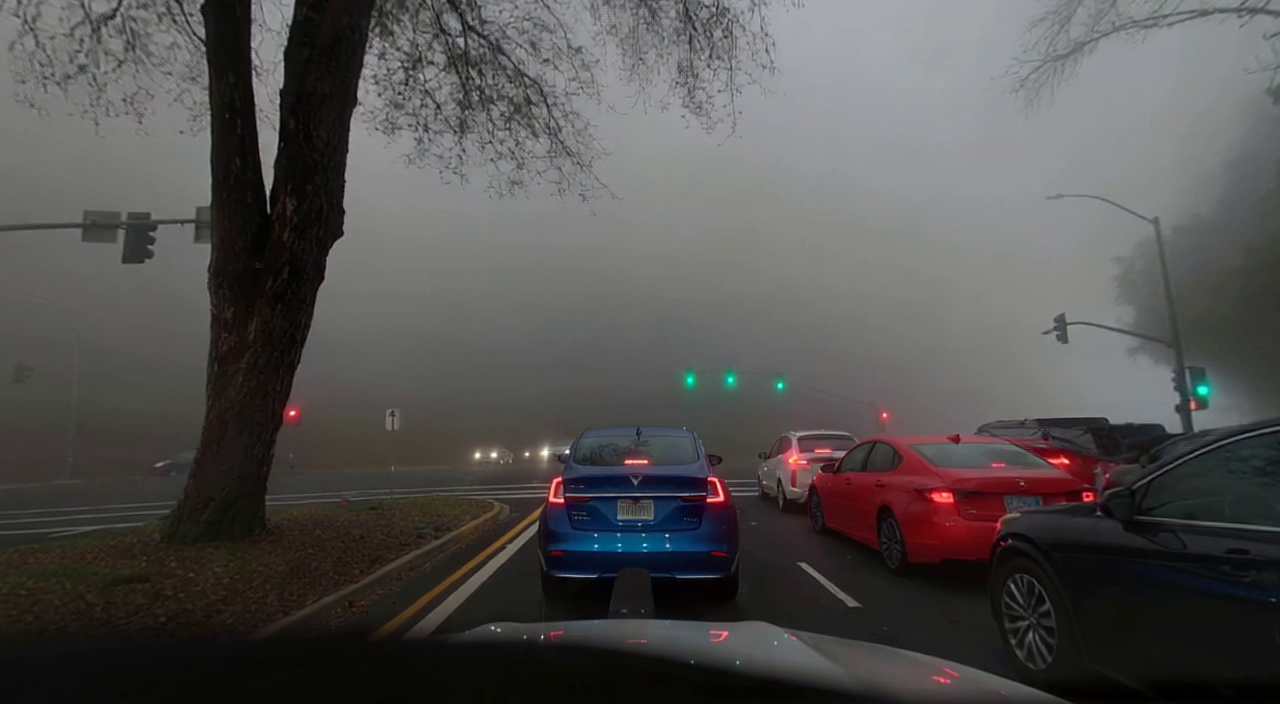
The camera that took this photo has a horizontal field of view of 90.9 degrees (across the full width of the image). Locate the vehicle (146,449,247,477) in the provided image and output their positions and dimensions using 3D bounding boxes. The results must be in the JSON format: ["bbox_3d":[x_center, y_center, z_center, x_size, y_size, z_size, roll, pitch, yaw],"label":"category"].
[{"bbox_3d":[-33.344,8.301,47.541,5.783,1.933,2.174,8,-12,-43],"label":"vehicle"}]

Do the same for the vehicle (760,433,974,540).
[{"bbox_3d":[3.664,2.258,11.300,2.054,1.482,4.654,0,-9,-1],"label":"vehicle"}]

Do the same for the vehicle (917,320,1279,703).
[{"bbox_3d":[3.674,0.926,3.441,2.162,1.829,4.519,0,-9,-1],"label":"vehicle"}]

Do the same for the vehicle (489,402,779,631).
[{"bbox_3d":[-0.055,1.476,6.511,2.074,1.631,3.793,0,-9,0],"label":"vehicle"}]
